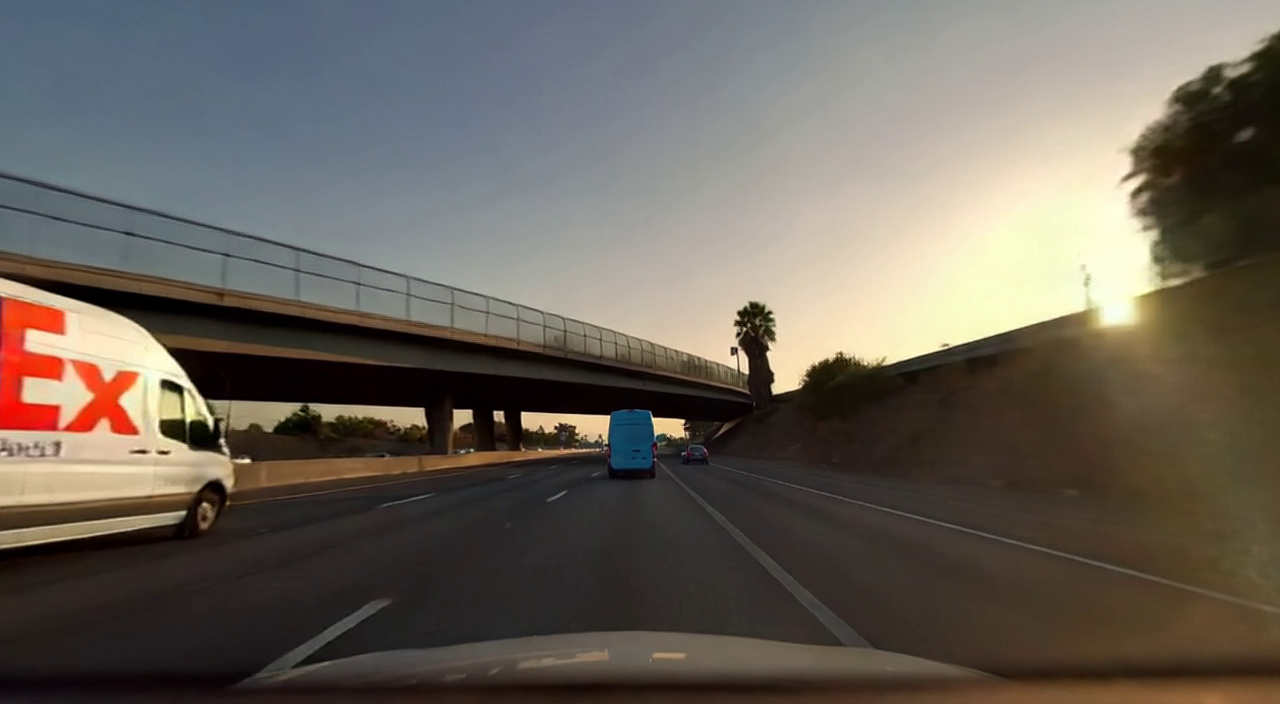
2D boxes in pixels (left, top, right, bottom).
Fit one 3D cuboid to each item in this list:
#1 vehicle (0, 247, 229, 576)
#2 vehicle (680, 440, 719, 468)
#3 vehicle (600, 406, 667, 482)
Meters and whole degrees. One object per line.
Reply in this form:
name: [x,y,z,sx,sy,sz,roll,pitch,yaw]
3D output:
vehicle: [-7.708,0.575,5.800,2.965,3.178,7.188,-2,-9,0]
vehicle: [3.653,6.314,39.000,1.987,1.648,3.984,0,-8,-1]
vehicle: [-0.141,3.836,26.209,2.476,2.776,5.598,0,-8,2]
